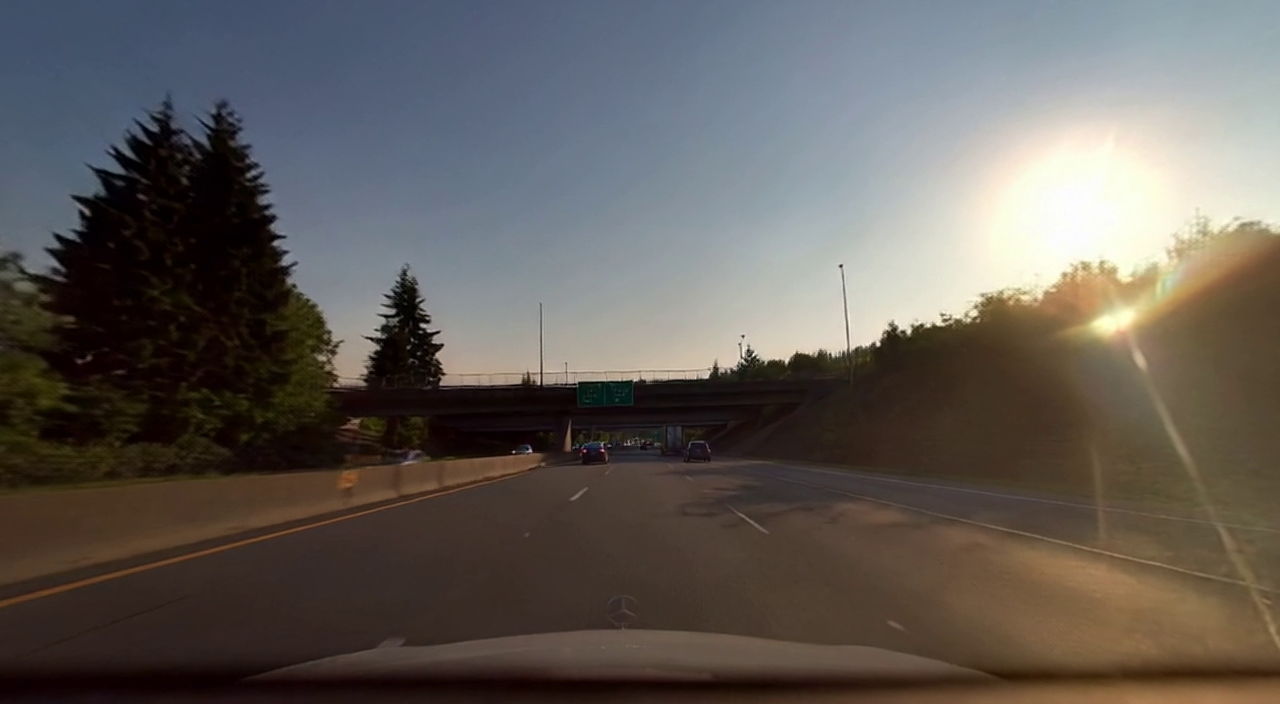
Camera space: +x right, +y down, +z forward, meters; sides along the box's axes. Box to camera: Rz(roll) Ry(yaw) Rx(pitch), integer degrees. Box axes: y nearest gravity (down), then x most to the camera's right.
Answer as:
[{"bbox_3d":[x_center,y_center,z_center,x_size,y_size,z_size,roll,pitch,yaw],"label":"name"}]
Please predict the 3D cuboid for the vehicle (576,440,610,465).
[{"bbox_3d":[-3.489,7.612,47.722,2.238,1.792,4.518,0,-9,0],"label":"vehicle"}]

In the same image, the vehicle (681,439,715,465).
[{"bbox_3d":[4.487,7.852,49.660,2.100,1.889,4.969,0,-9,-1],"label":"vehicle"}]

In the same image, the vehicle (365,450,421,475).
[{"bbox_3d":[-15.504,6.947,39.838,1.816,1.468,4.091,0,-9,0],"label":"vehicle"}]
